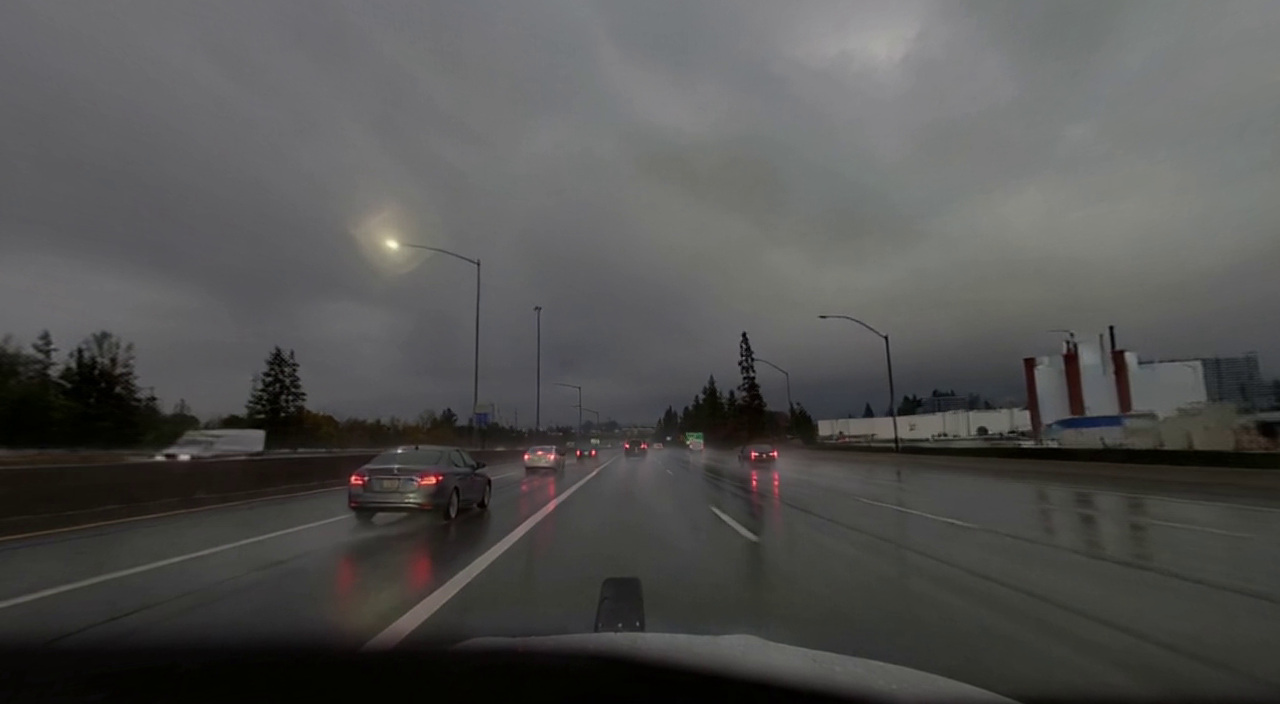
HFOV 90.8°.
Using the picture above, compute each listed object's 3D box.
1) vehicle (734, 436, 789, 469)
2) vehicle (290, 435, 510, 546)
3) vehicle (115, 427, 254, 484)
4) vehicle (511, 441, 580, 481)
[{"bbox_3d":[6.840,5.720,36.129,2.147,1.769,4.666,0,-9,-1],"label":"vehicle"},{"bbox_3d":[-3.594,2.151,10.476,1.959,1.433,4.291,0,-9,0],"label":"vehicle"},{"bbox_3d":[-28.449,6.515,40.094,2.781,3.248,7.960,0,-9,0],"label":"vehicle"},{"bbox_3d":[-3.758,4.457,26.037,2.047,1.469,4.614,0,-9,1],"label":"vehicle"}]
